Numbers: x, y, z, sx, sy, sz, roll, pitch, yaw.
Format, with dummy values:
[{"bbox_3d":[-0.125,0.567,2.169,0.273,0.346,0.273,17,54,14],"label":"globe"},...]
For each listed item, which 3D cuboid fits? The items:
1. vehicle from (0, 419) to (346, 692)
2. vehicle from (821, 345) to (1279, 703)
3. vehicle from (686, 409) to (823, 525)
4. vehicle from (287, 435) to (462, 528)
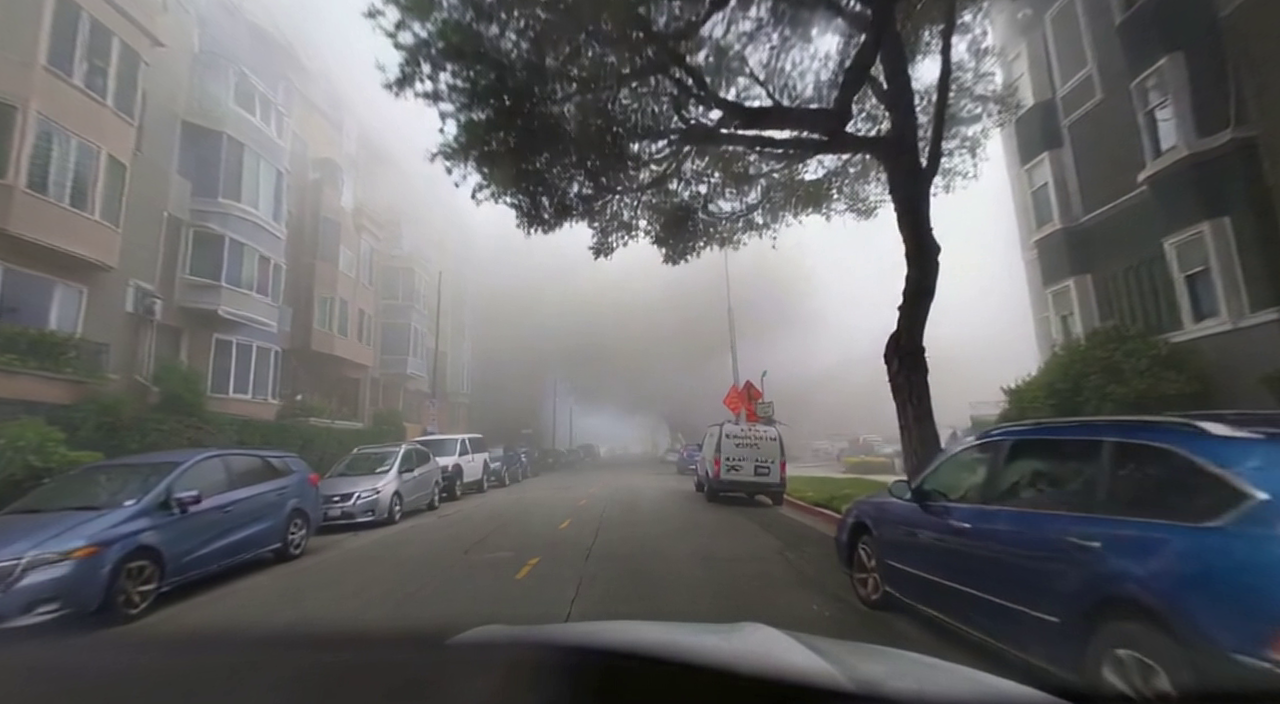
[{"bbox_3d":[-5.617,1.839,7.317,2.101,1.646,5.001,-1,-1,-1],"label":"vehicle"},{"bbox_3d":[2.837,1.085,3.656,2.031,1.655,5.148,0,-8,0],"label":"vehicle"},{"bbox_3d":[2.608,2.665,15.996,2.259,2.119,5.281,0,-2,-3],"label":"vehicle"},{"bbox_3d":[-5.648,2.763,14.210,1.838,1.725,4.660,0,-8,1],"label":"vehicle"}]
